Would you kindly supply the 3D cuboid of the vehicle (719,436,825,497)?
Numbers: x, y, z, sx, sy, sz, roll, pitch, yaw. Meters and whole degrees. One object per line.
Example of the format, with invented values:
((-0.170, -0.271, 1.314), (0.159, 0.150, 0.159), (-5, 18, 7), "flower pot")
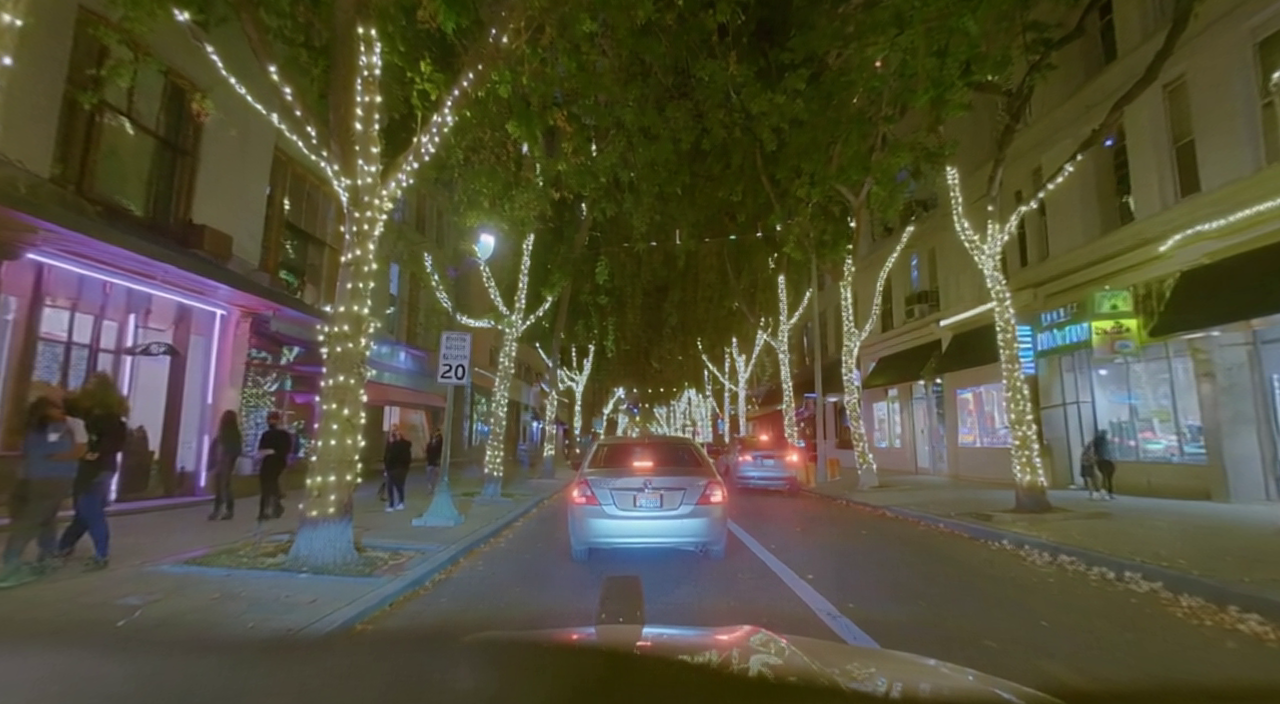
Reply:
((3.616, 3.217, 18.172), (2.025, 1.523, 4.426), (0, -9, -1), "vehicle")

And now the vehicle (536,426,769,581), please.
((0.090, 1.782, 8.269), (2.261, 1.474, 4.130), (0, -9, -1), "vehicle")
